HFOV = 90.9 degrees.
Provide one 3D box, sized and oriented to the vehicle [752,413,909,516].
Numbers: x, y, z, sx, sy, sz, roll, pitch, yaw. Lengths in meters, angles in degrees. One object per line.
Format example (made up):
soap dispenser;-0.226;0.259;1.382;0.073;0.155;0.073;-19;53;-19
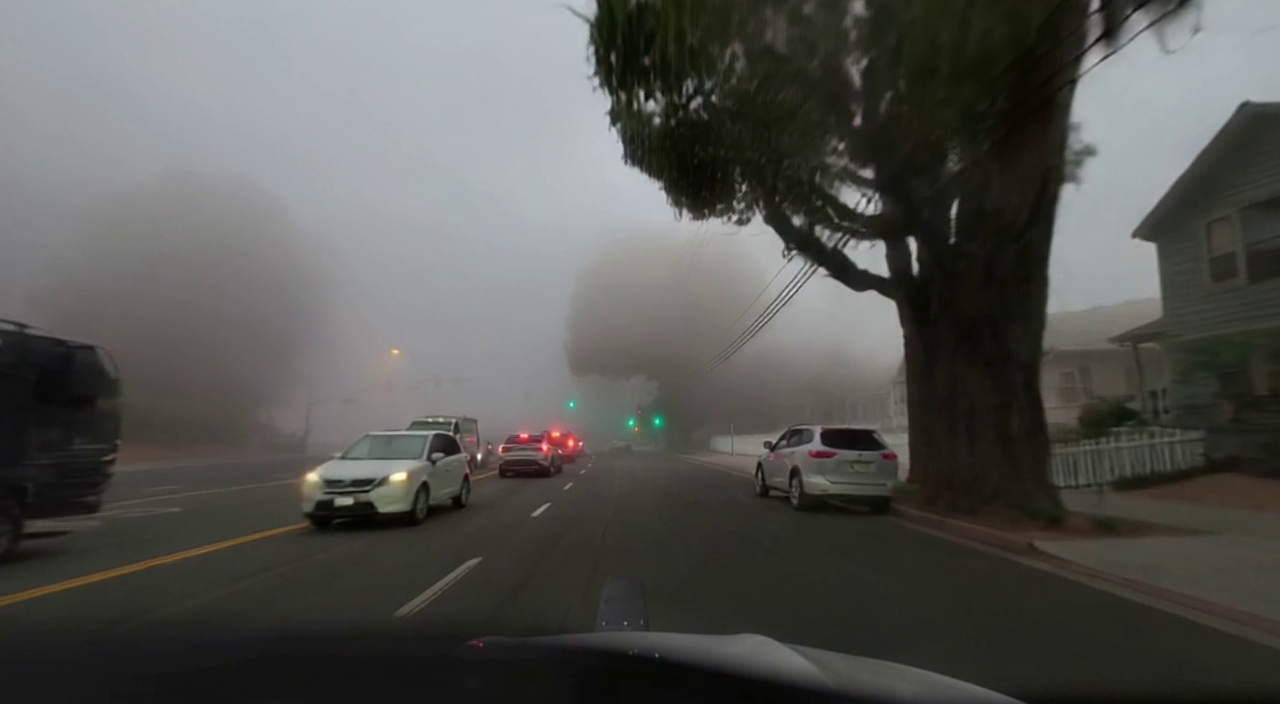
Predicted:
vehicle;3.688;2.247;13.101;1.801;1.746;4.325;0;-8;-1

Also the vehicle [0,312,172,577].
vehicle;-6.941;0.697;4.659;2.155;2.399;6.101;-1;-8;1

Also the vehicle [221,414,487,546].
vehicle;-3.996;1.854;9.809;2.051;1.572;4.207;-1;-8;2

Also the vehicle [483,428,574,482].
vehicle;-3.661;3.474;21.645;2.181;1.636;4.504;-1;-8;2
